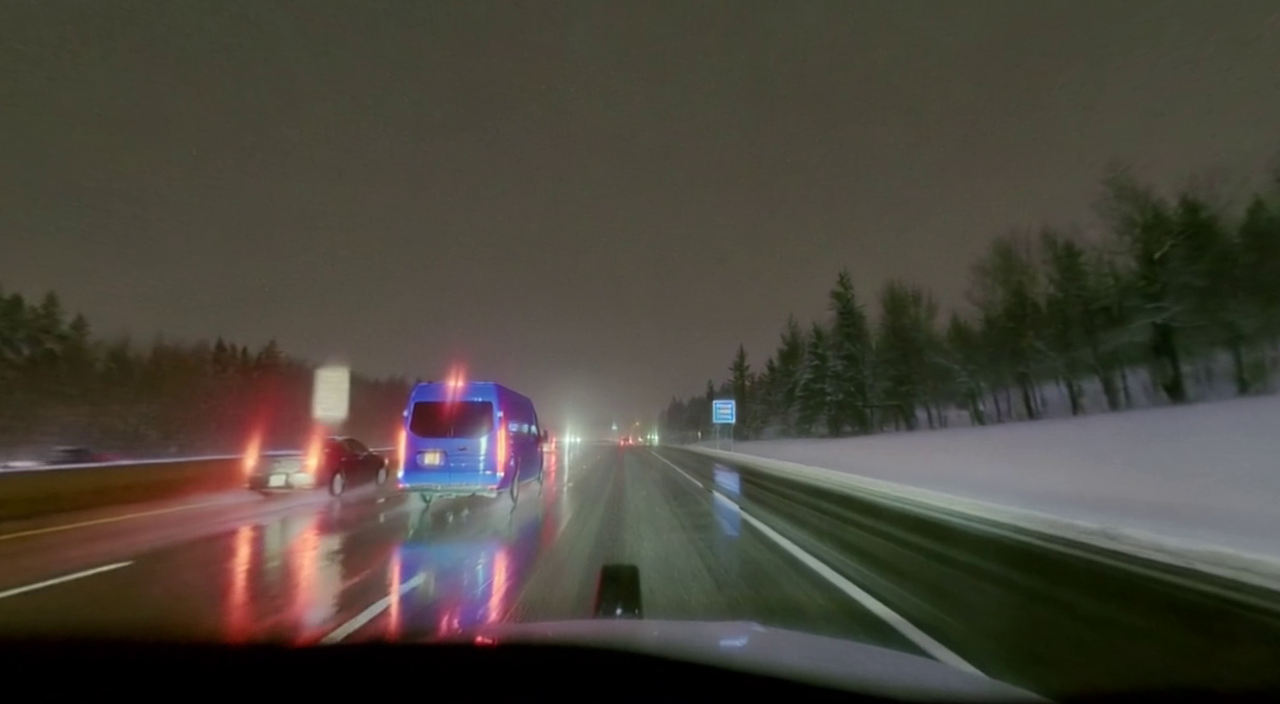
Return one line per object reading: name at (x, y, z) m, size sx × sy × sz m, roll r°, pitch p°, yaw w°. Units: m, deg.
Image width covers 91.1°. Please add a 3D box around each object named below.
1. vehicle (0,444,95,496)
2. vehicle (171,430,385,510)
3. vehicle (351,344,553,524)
vehicle at (-19.739, 3.620, 19.398) m, size 1.903 × 1.470 × 4.473 m, roll 0°, pitch -8°, yaw -2°
vehicle at (-7.668, 2.509, 14.071) m, size 1.994 × 1.466 × 4.837 m, roll 0°, pitch -8°, yaw -1°
vehicle at (-3.420, 1.748, 13.516) m, size 2.428 × 2.782 × 7.330 m, roll 0°, pitch -8°, yaw -3°
